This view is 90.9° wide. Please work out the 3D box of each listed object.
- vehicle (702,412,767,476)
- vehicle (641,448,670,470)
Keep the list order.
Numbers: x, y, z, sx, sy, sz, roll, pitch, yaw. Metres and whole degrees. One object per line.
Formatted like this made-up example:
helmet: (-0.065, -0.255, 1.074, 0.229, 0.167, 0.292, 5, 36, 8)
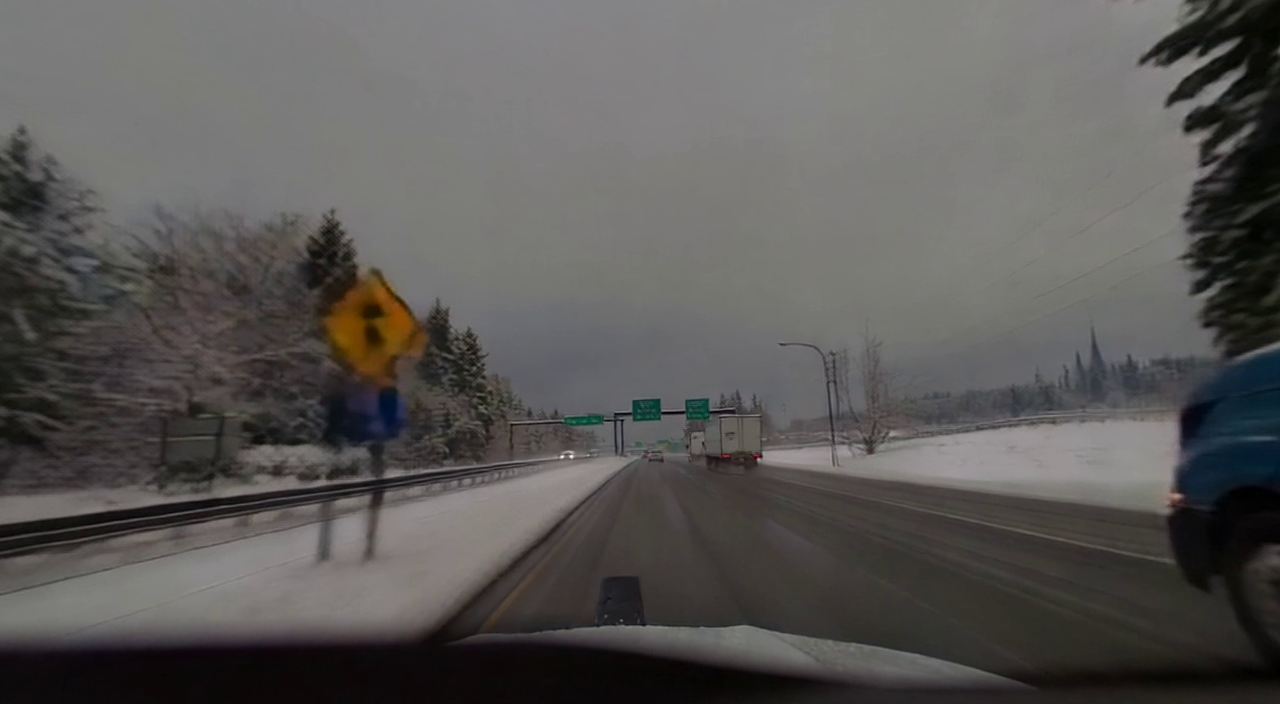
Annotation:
vehicle: (5.319, 5.393, 36.880, 2.743, 3.367, 7.306, 0, -9, 1)
vehicle: (1.114, 7.915, 46.804, 2.049, 1.500, 3.790, 0, -9, 1)
